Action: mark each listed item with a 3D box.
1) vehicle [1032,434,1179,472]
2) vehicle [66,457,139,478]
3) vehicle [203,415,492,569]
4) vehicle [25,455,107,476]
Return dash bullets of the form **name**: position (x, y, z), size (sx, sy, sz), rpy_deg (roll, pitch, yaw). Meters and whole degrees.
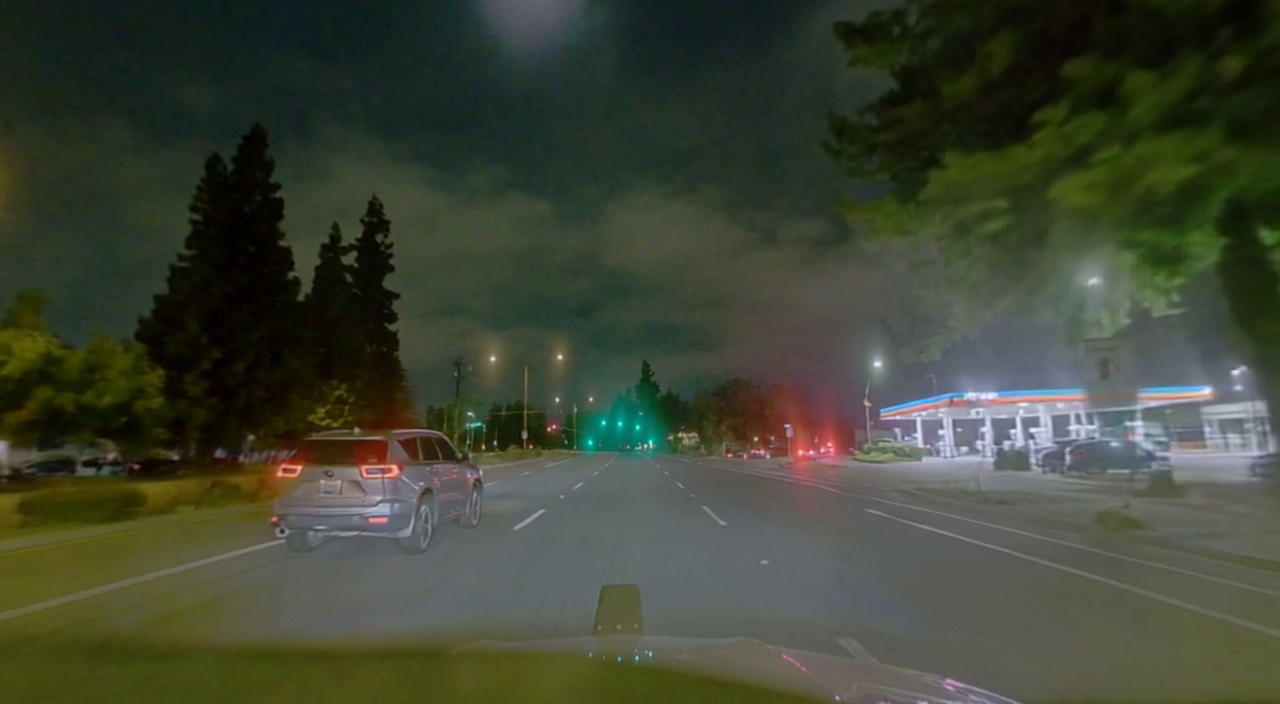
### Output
- **vehicle**: position (18.583, 4.058, 25.276), size (4.398, 1.457, 1.806), rpy_deg (0, -9, 2)
- **vehicle**: position (-39.334, 8.463, 46.167), size (1.622, 1.345, 4.259), rpy_deg (0, -9, -1)
- **vehicle**: position (-3.736, 1.875, 9.254), size (2.039, 1.656, 4.710), rpy_deg (0, -9, -1)
- **vehicle**: position (-42.033, 8.301, 46.225), size (1.770, 1.405, 4.502), rpy_deg (0, -9, 0)
